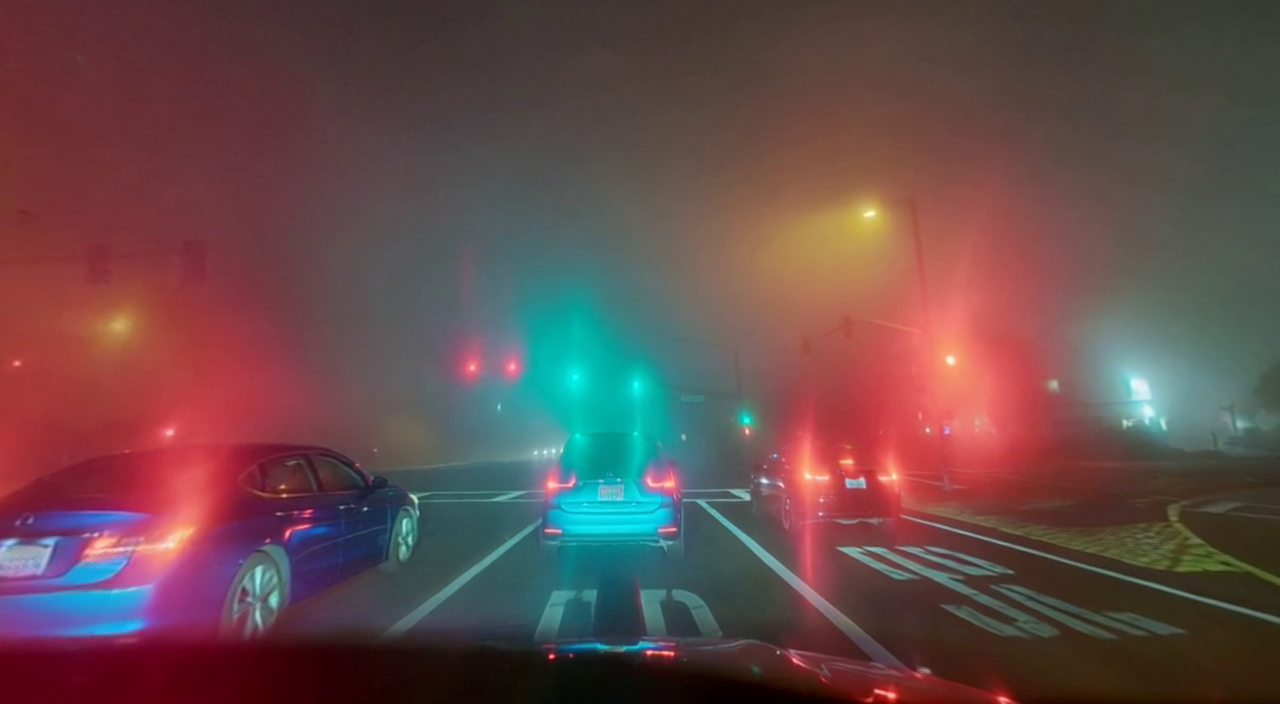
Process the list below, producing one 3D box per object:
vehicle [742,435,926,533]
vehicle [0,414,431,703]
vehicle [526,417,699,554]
[{"bbox_3d":[3.279,2.322,11.767,1.970,1.449,4.433,0,-8,-1],"label":"vehicle"},{"bbox_3d":[-3.582,1.387,5.429,2.052,1.472,4.479,0,-8,0],"label":"vehicle"},{"bbox_3d":[-0.344,1.865,9.460,2.038,1.599,3.844,0,-8,0],"label":"vehicle"}]
